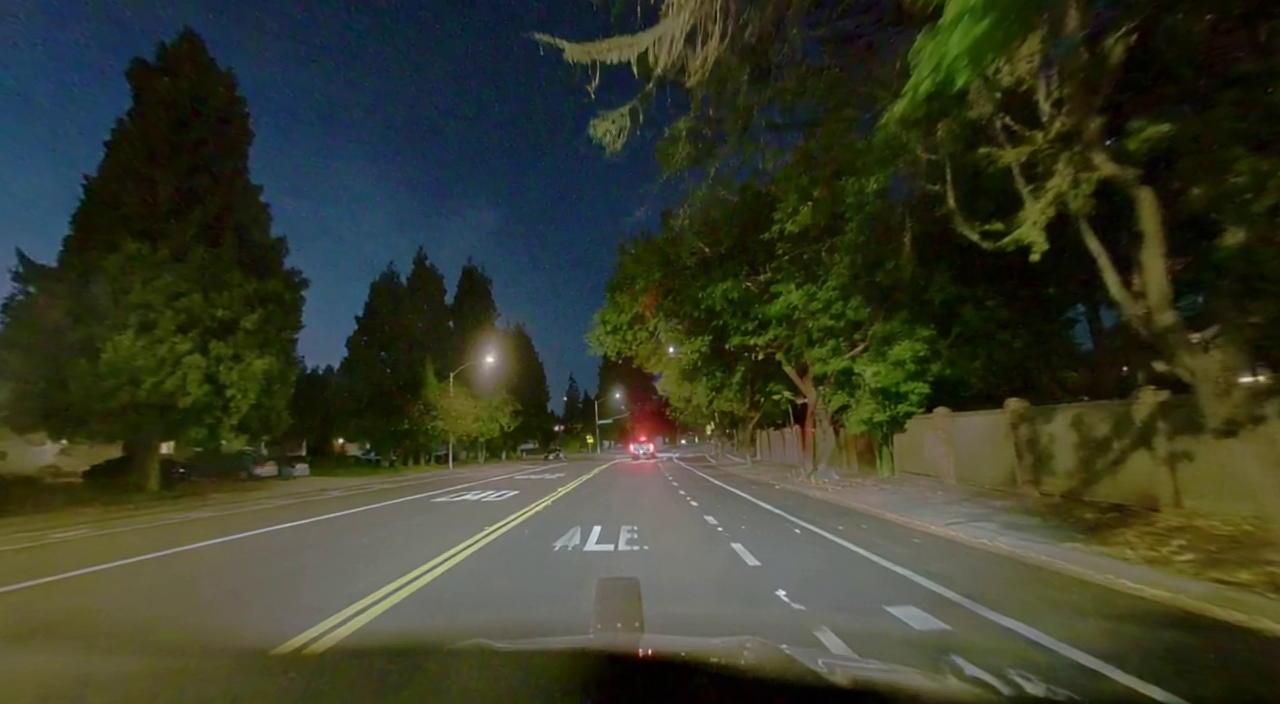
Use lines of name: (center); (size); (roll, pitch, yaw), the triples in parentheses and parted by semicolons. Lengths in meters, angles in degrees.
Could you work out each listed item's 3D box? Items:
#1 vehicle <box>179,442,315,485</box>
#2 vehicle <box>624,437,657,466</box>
vehicle: (-19.181, 5.457, 31.036); (5.209, 1.967, 2.153); (0, -8, -1)
vehicle: (0.110, 7.125, 45.415); (2.153, 1.942, 4.767); (-1, -9, 2)
